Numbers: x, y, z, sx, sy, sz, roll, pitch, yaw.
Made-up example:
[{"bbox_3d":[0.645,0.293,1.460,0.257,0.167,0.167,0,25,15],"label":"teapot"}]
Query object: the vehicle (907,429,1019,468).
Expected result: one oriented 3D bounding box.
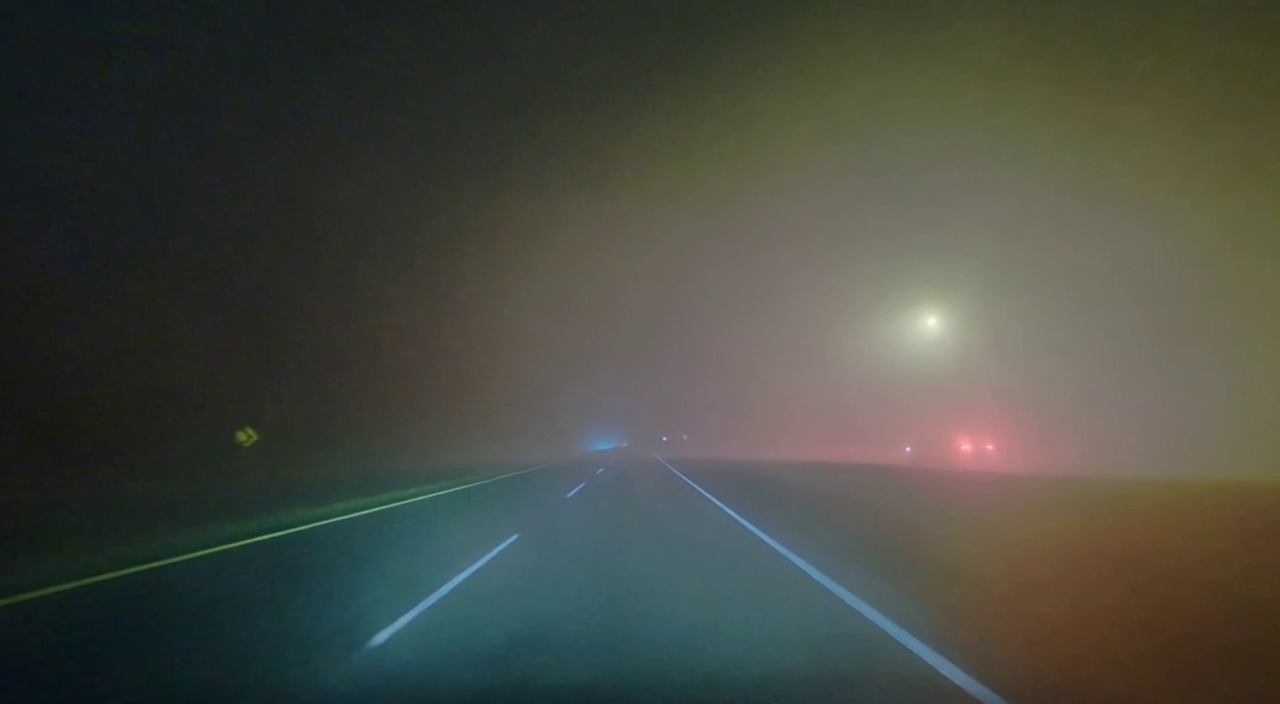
[{"bbox_3d":[17.734,5.324,34.917,2.328,1.916,5.227,2,-9,-20],"label":"vehicle"}]
